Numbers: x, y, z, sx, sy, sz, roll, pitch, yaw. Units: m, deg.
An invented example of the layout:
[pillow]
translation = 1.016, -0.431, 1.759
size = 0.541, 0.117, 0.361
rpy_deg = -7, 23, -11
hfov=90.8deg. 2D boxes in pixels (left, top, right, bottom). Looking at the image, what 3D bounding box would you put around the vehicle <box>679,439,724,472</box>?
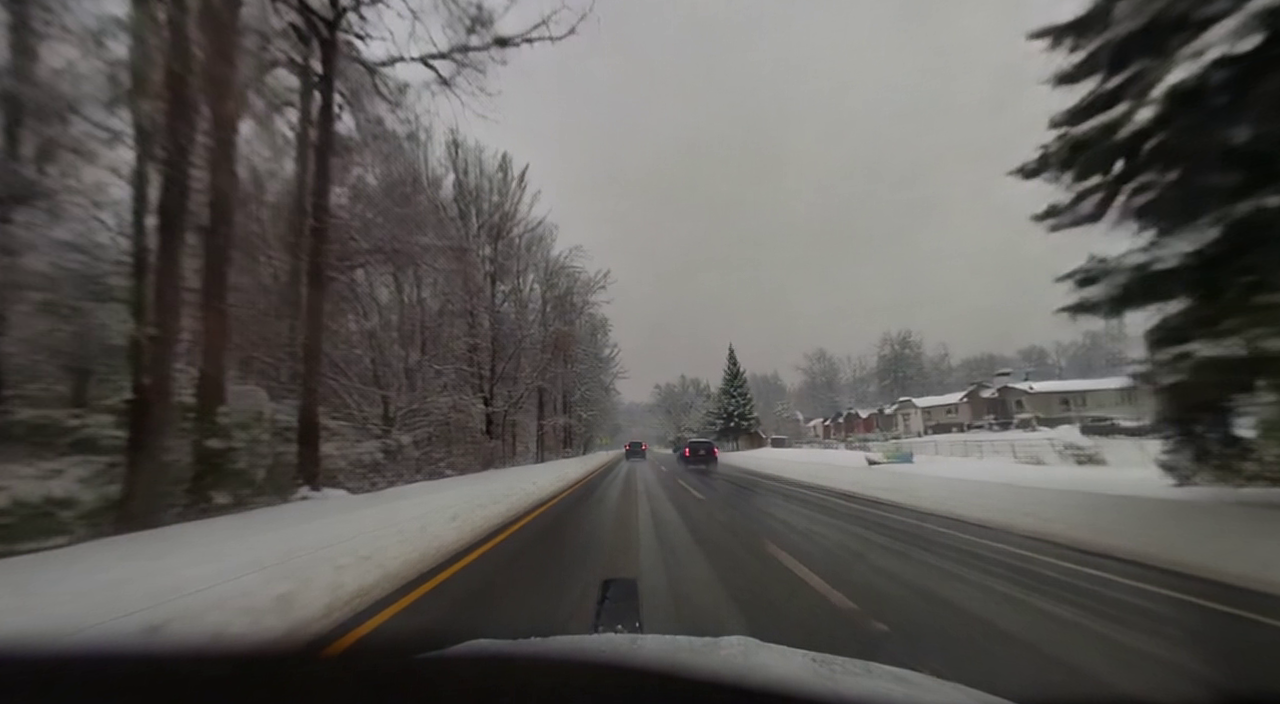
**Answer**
[vehicle]
translation = 3.249, 5.558, 34.068
size = 1.888, 1.640, 4.044
rpy_deg = 0, -8, -2
